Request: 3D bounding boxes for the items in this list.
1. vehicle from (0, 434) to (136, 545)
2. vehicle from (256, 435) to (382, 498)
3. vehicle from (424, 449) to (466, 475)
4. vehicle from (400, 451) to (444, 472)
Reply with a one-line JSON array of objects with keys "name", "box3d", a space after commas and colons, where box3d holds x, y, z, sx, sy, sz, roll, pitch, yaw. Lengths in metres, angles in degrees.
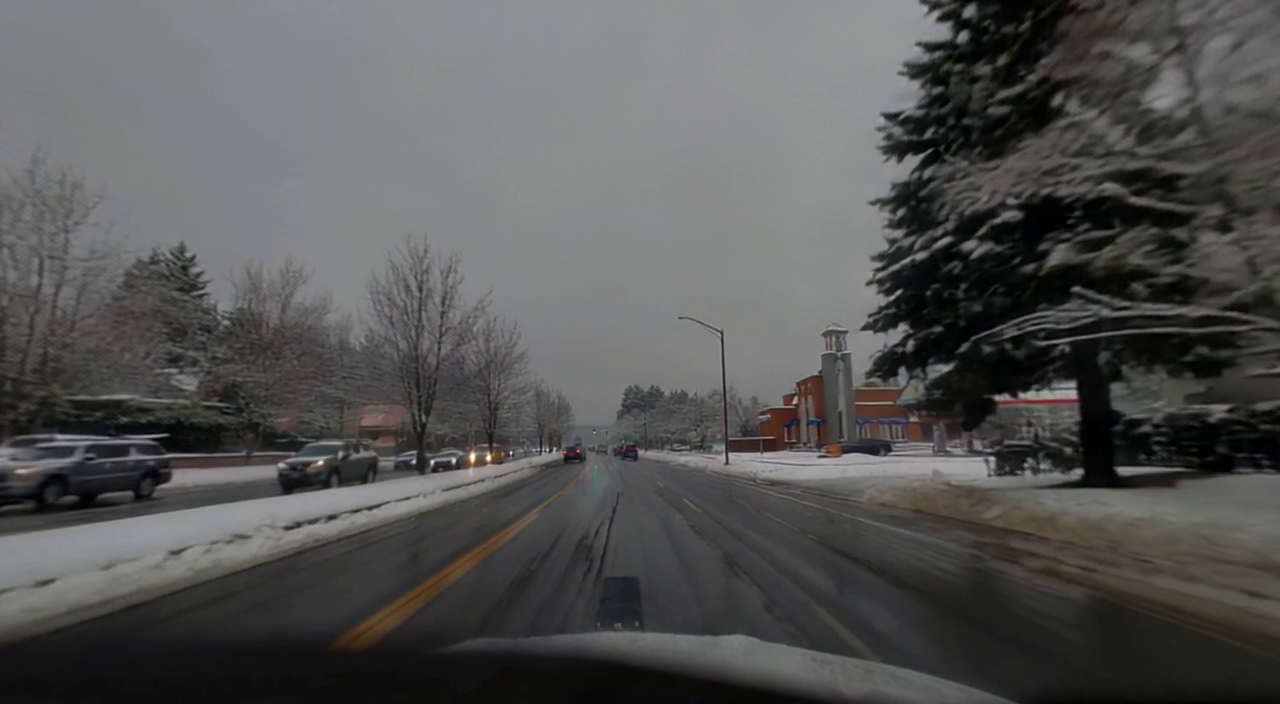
[{"name": "vehicle", "box3d": [-11.022, 2.177, 10.048, 2.134, 1.705, 4.710, 0, -8, -1]}, {"name": "vehicle", "box3d": [-11.537, 4.116, 23.198, 2.206, 1.922, 4.968, -2, -8, -2]}, {"name": "vehicle", "box3d": [-12.336, 6.947, 40.142, 1.771, 1.508, 3.453, 0, -8, -3]}, {"name": "vehicle", "box3d": [-16.802, 8.433, 48.900, 2.045, 1.519, 4.401, 0, -9, -4]}]
